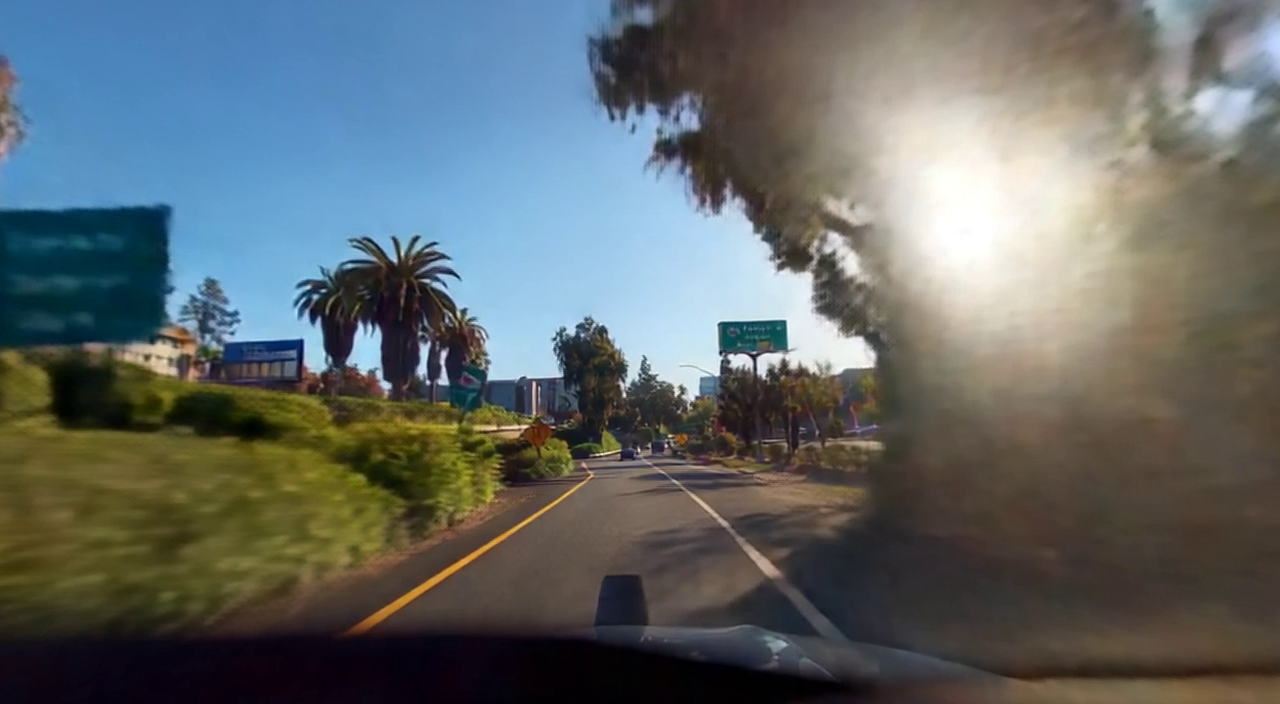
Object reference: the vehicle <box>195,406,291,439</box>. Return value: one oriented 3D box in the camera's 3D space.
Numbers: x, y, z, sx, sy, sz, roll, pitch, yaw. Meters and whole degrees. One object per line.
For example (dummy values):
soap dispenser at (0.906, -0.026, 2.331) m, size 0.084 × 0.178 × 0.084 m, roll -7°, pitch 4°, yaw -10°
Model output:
vehicle at (-19.966, 3.635, 32.033) m, size 1.931 × 1.451 × 4.683 m, roll 0°, pitch -9°, yaw -2°
